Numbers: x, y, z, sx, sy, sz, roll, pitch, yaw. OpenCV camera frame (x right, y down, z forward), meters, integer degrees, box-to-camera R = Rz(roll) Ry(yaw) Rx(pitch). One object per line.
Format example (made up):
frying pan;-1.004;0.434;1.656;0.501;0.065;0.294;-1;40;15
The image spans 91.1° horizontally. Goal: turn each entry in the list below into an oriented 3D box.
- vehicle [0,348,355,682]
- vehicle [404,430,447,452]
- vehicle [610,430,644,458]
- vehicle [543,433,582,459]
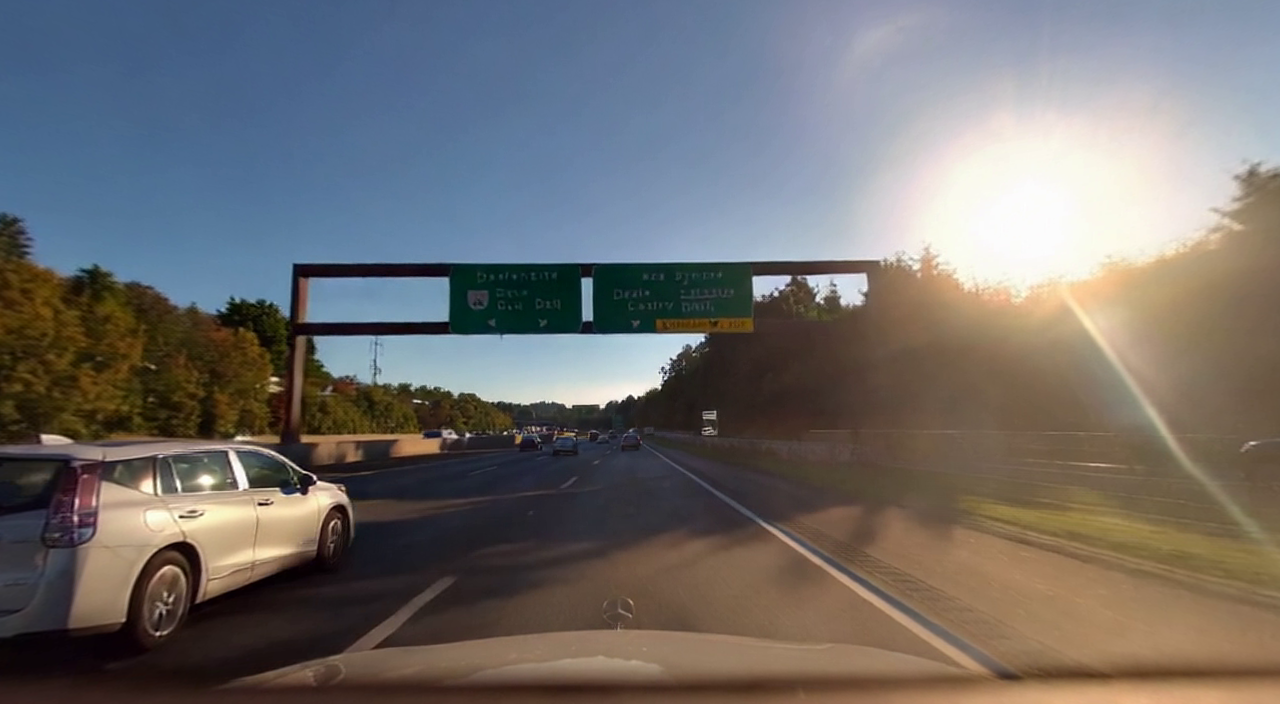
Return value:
vehicle;-4.514;1.166;5.596;1.971;1.822;4.366;0;-7;-1
vehicle;-16.739;6.981;49.280;1.877;1.639;4.310;0;-8;0
vehicle;-0.803;5.776;39.685;2.002;1.611;3.778;0;-8;-1
vehicle;-4.636;5.657;38.117;1.909;1.445;4.087;0;-7;-1
